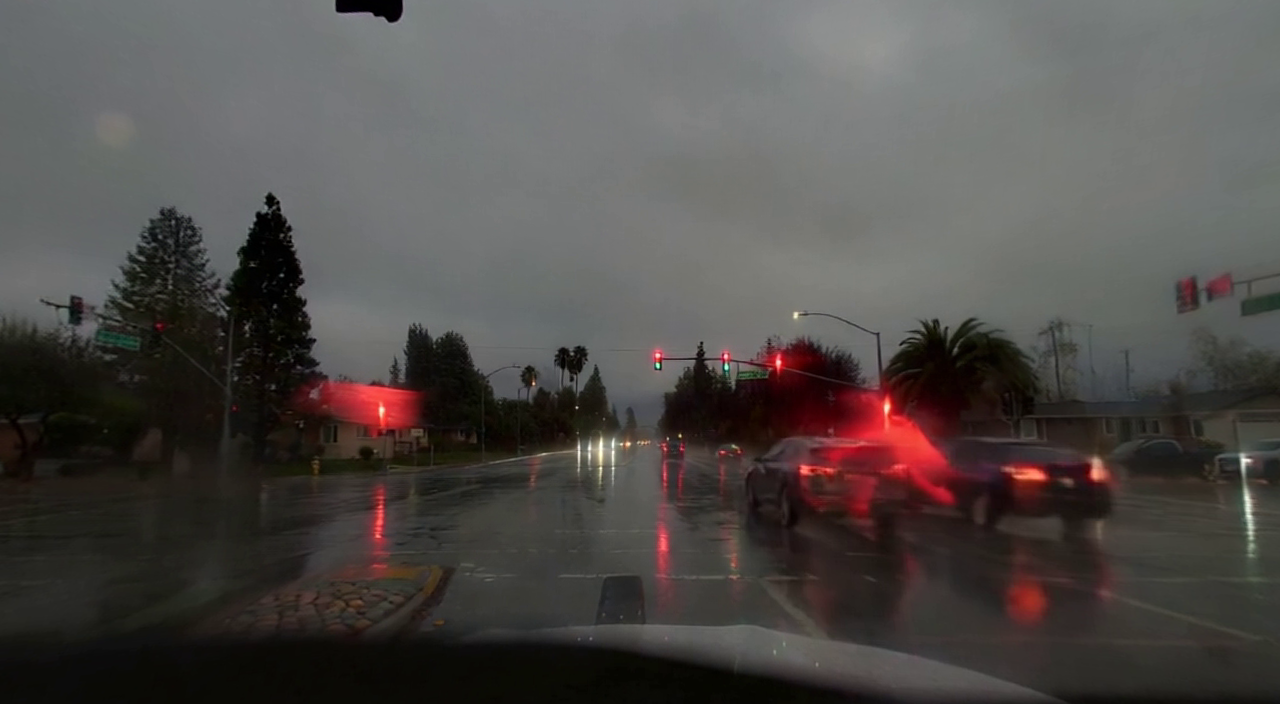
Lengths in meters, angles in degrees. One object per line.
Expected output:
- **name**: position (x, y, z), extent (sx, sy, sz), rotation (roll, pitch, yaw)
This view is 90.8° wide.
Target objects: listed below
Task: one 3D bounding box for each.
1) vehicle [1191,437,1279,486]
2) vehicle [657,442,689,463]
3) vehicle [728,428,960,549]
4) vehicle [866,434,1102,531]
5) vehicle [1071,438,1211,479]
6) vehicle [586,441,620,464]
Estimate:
- **vehicle**: position (23.618, 4.040, 23.475), extent (4.417, 1.725, 1.969), rotation (0, -9, -1)
- **vehicle**: position (2.447, 7.531, 47.532), extent (2.079, 1.473, 4.748), rotation (0, -9, -1)
- **vehicle**: position (2.945, 2.108, 10.552), extent (2.142, 1.506, 4.948), rotation (0, -9, -1)
- **vehicle**: position (6.334, 2.439, 12.448), extent (2.074, 1.530, 4.565), rotation (0, -9, 0)
- **vehicle**: position (23.485, 4.988, 29.754), extent (4.807, 1.835, 2.033), rotation (0, -9, -1)
- **vehicle**: position (-2.412, 6.709, 42.283), extent (2.045, 1.484, 3.991), rotation (0, -9, 0)
